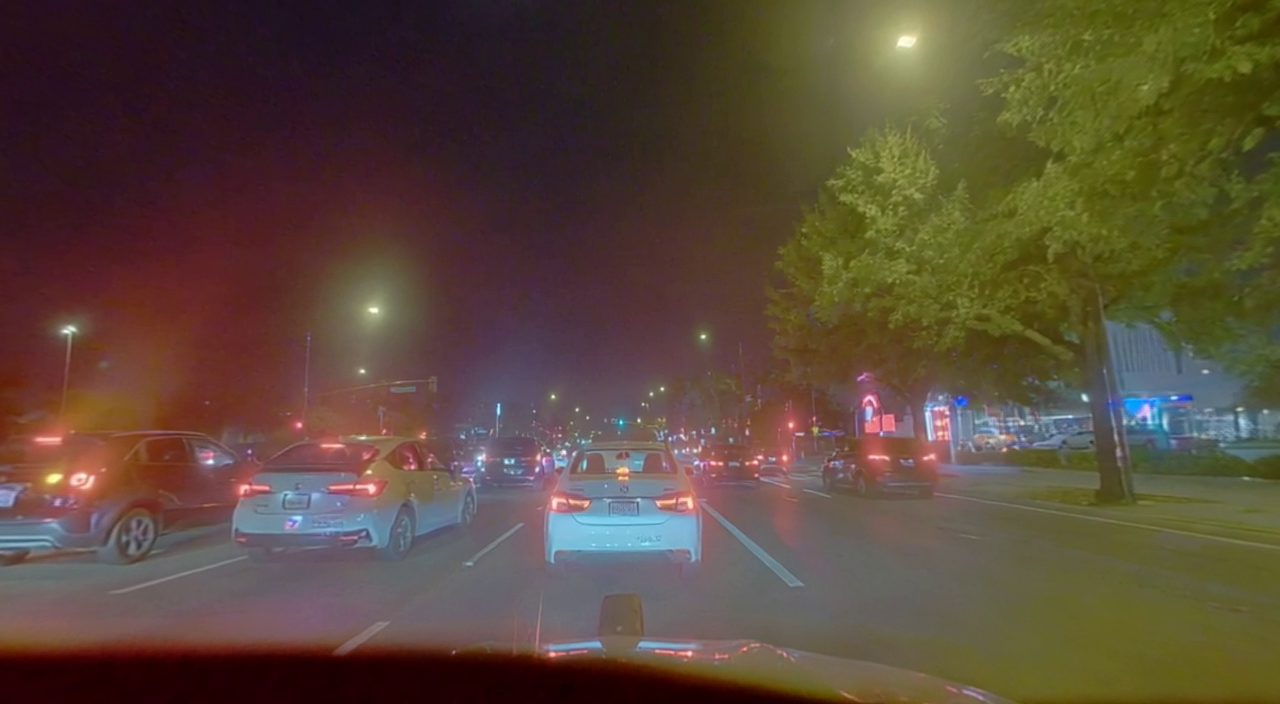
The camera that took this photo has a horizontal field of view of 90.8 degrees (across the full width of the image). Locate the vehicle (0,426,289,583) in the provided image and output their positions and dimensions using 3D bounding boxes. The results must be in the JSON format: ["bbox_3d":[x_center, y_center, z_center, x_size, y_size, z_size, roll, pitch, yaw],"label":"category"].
[{"bbox_3d":[-6.940,1.825,8.439,1.860,1.491,4.586,0,-9,0],"label":"vehicle"}]

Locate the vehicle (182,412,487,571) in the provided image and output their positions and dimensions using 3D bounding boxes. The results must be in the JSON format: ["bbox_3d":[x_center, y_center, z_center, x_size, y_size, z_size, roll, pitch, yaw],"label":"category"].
[{"bbox_3d":[-3.710,1.779,8.800,2.009,1.619,4.376,0,-9,1],"label":"vehicle"}]

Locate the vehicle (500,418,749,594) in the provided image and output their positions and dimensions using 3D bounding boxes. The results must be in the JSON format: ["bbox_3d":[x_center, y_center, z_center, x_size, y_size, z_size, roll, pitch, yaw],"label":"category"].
[{"bbox_3d":[-0.165,1.651,7.649,2.161,1.501,4.184,0,-9,-1],"label":"vehicle"}]

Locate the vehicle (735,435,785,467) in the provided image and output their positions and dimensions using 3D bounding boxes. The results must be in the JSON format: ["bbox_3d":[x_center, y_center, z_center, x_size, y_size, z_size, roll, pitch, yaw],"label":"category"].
[{"bbox_3d":[6.637,5.526,35.357,1.889,1.681,4.120,0,-9,-1],"label":"vehicle"}]

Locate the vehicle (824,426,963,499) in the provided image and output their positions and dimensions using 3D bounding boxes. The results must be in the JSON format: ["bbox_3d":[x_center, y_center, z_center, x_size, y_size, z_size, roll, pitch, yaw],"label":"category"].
[{"bbox_3d":[6.372,2.832,16.482,1.895,1.633,4.030,0,-9,-1],"label":"vehicle"}]
